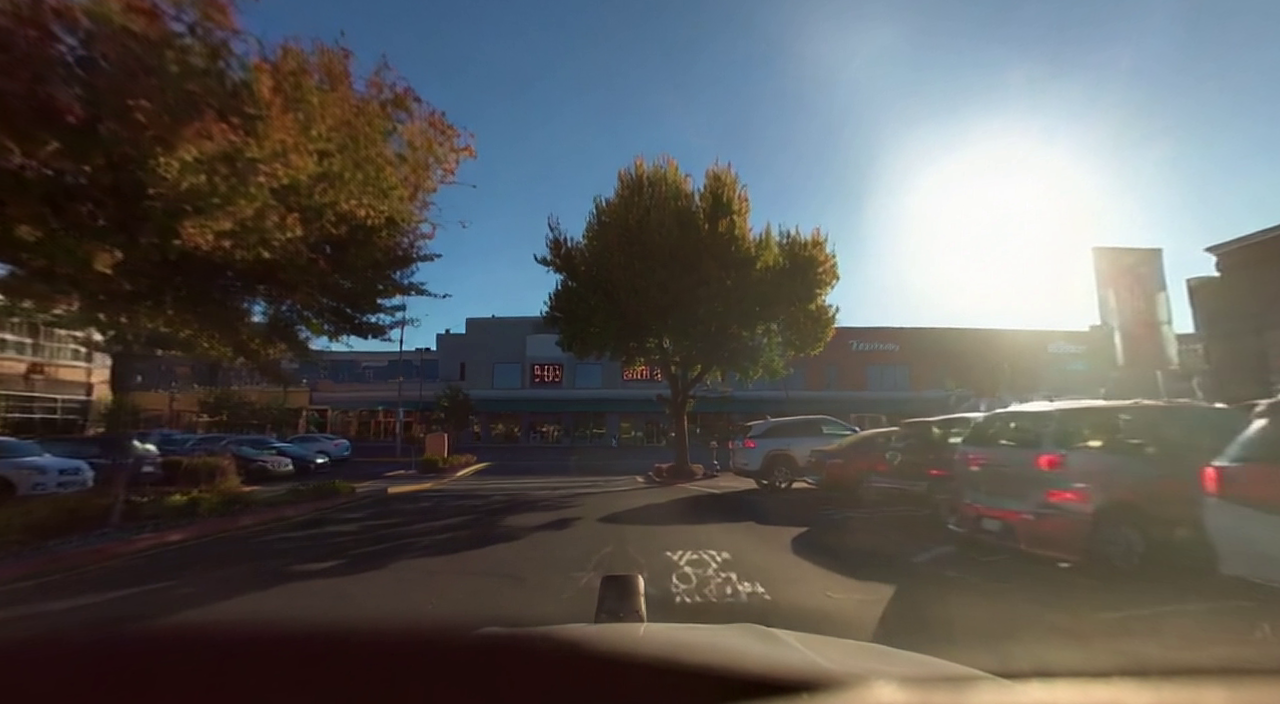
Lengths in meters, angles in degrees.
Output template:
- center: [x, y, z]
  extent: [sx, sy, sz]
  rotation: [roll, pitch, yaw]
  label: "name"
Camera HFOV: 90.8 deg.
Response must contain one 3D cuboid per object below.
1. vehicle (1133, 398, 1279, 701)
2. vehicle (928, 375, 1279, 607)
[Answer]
- center: [5.461, 0.969, 3.093]
  extent: [4.449, 1.513, 2.087]
  rotation: [0, -8, -5]
  label: "vehicle"
- center: [5.778, 1.214, 6.152]
  extent: [4.785, 1.761, 2.292]
  rotation: [0, -8, -3]
  label: "vehicle"
